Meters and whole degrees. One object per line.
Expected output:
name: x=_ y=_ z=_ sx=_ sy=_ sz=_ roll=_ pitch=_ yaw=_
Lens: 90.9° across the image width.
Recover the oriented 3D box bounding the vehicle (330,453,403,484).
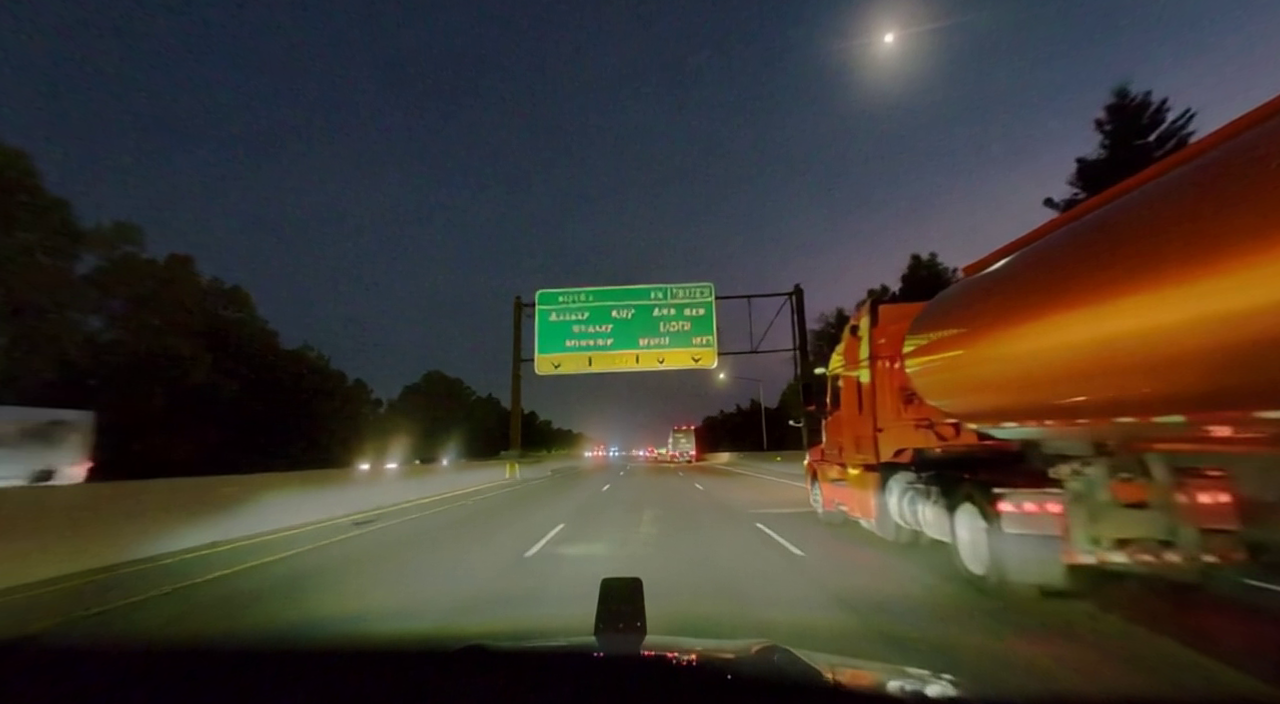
vehicle: x=-14.365 y=6.116 z=33.376 sx=1.861 sy=1.455 sz=4.373 roll=-1 pitch=-9 yaw=1

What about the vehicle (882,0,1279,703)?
vehicle: x=4.183 y=-0.194 z=1.816 sx=2.707 sy=3.474 sz=10.512 roll=0 pitch=-9 yaw=0
